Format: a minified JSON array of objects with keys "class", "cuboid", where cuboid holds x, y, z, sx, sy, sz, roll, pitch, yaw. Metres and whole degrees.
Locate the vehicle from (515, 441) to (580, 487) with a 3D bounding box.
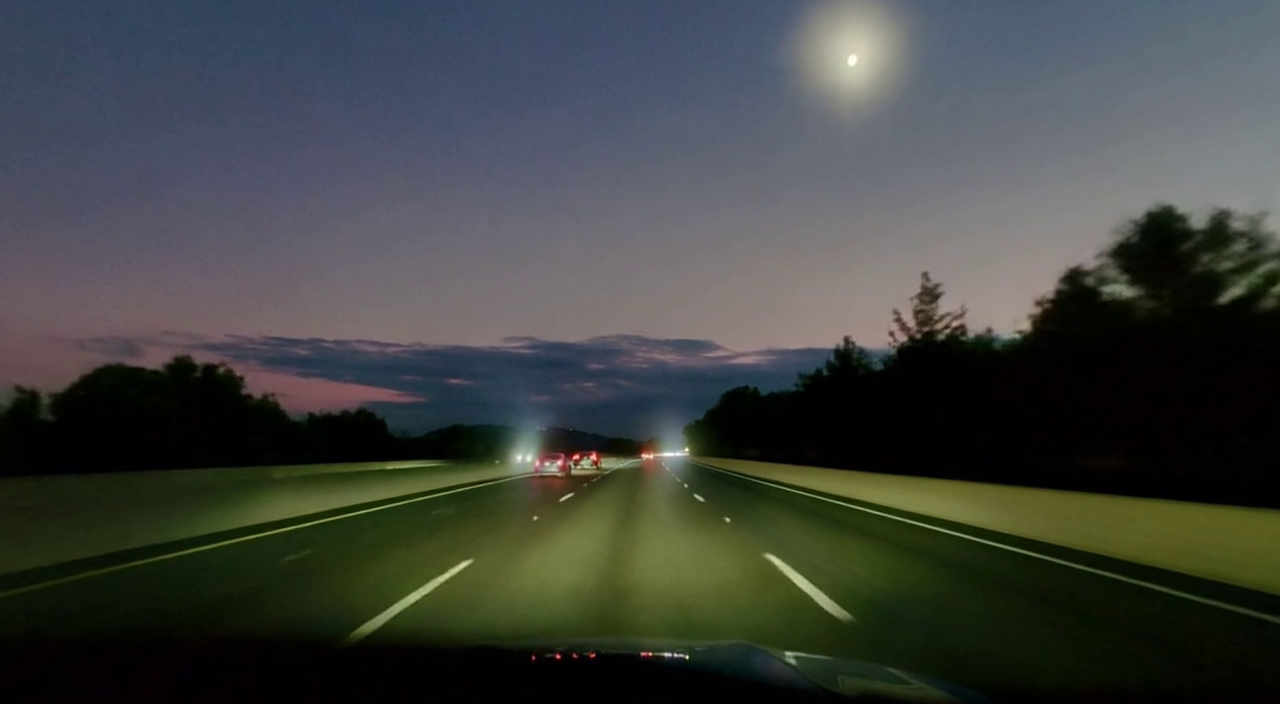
[{"class":"vehicle","cuboid":[-3.450,4.294,24.367,1.846,1.600,4.108,0,-9,1]}]
